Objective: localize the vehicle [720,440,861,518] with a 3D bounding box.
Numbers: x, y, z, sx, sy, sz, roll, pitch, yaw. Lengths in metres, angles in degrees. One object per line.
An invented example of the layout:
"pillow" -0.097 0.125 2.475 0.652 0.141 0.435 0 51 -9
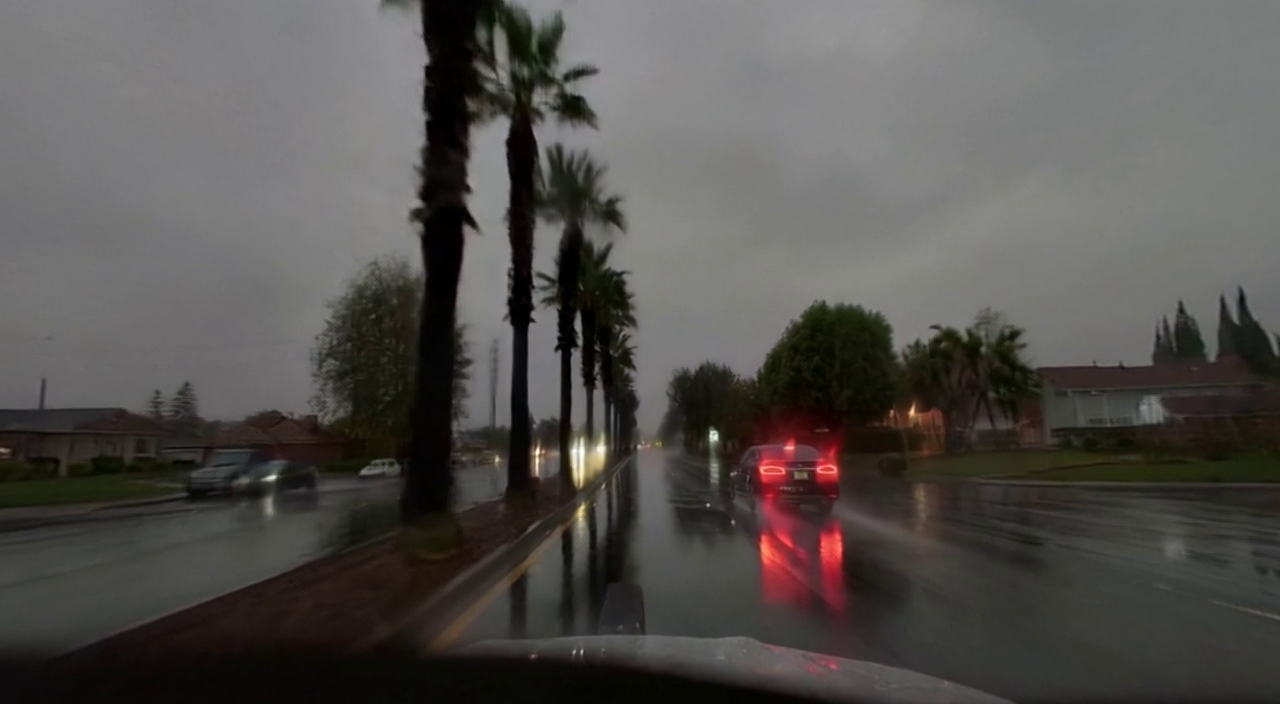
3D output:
"vehicle" 3.209 2.819 14.606 1.989 1.492 4.689 0 -9 -2

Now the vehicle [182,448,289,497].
"vehicle" -19.112 5.721 30.195 1.987 1.998 4.642 -4 -10 1

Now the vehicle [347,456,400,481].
"vehicle" -18.811 8.215 44.804 1.811 1.539 4.560 0 -9 -1

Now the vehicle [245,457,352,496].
"vehicle" -14.884 5.401 27.874 1.990 1.488 4.724 0 -9 1
